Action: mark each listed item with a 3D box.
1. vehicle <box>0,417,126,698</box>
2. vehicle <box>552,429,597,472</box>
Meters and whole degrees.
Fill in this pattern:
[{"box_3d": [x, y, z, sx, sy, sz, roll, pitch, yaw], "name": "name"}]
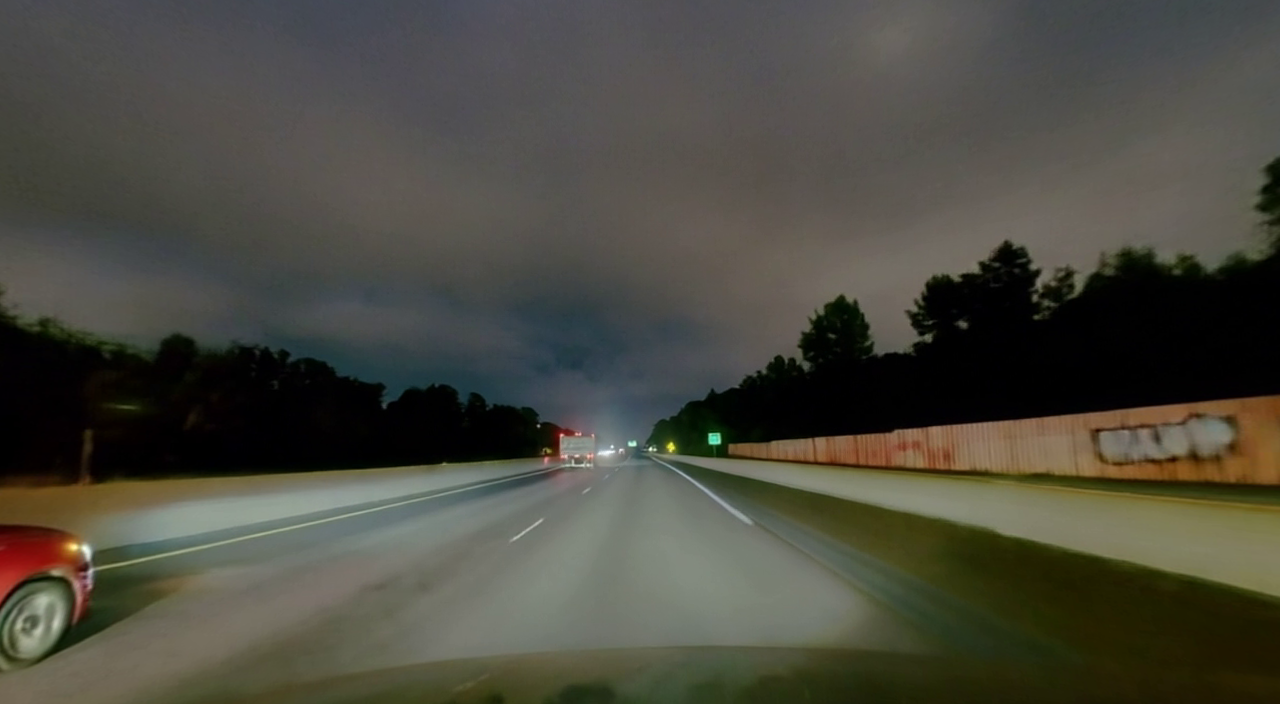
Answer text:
[{"box_3d": [-4.431, 0.869, 1.857, 2.024, 1.476, 4.466, 0, -9, 1], "name": "vehicle"}, {"box_3d": [-4.061, 6.279, 40.307, 2.305, 2.517, 5.486, 0, -9, 0], "name": "vehicle"}]
